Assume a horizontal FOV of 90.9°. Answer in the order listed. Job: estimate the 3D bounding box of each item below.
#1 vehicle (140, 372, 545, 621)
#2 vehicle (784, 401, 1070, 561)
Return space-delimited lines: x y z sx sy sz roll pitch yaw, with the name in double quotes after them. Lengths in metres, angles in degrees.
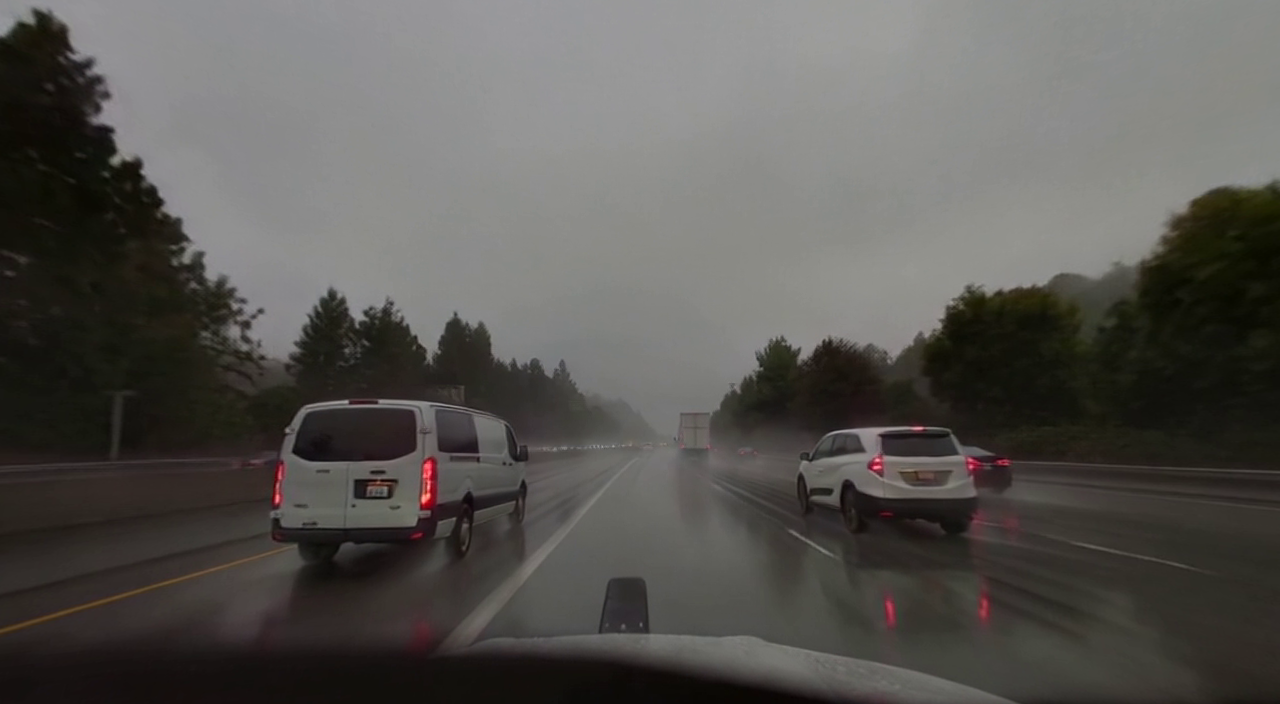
-2.725 1.509 7.642 2.159 1.922 5.345 0 -8 2 "vehicle"
3.937 1.871 9.876 2.209 1.862 4.717 0 -8 -1 "vehicle"
